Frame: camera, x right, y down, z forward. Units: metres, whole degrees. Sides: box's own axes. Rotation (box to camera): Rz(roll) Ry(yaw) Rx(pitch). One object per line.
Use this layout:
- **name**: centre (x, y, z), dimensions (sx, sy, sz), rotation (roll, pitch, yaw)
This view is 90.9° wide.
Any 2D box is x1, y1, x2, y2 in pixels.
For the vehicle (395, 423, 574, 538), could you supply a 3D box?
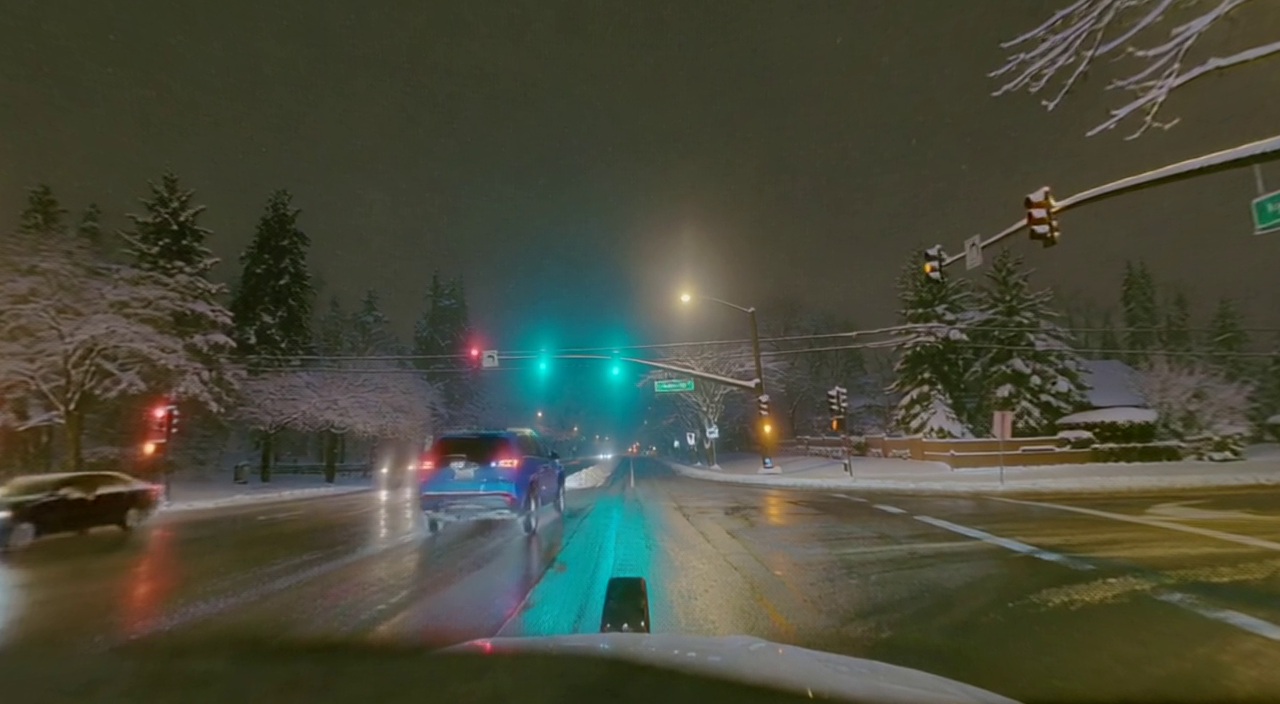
- **vehicle**: centre (-2.718, 2.379, 12.302), dimensions (2.123, 1.799, 4.425), rotation (-1, -9, 3)

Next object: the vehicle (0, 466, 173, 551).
- **vehicle**: centre (-13.054, 3.325, 13.880), dimensions (1.913, 1.461, 4.546), rotation (-1, -9, 2)
